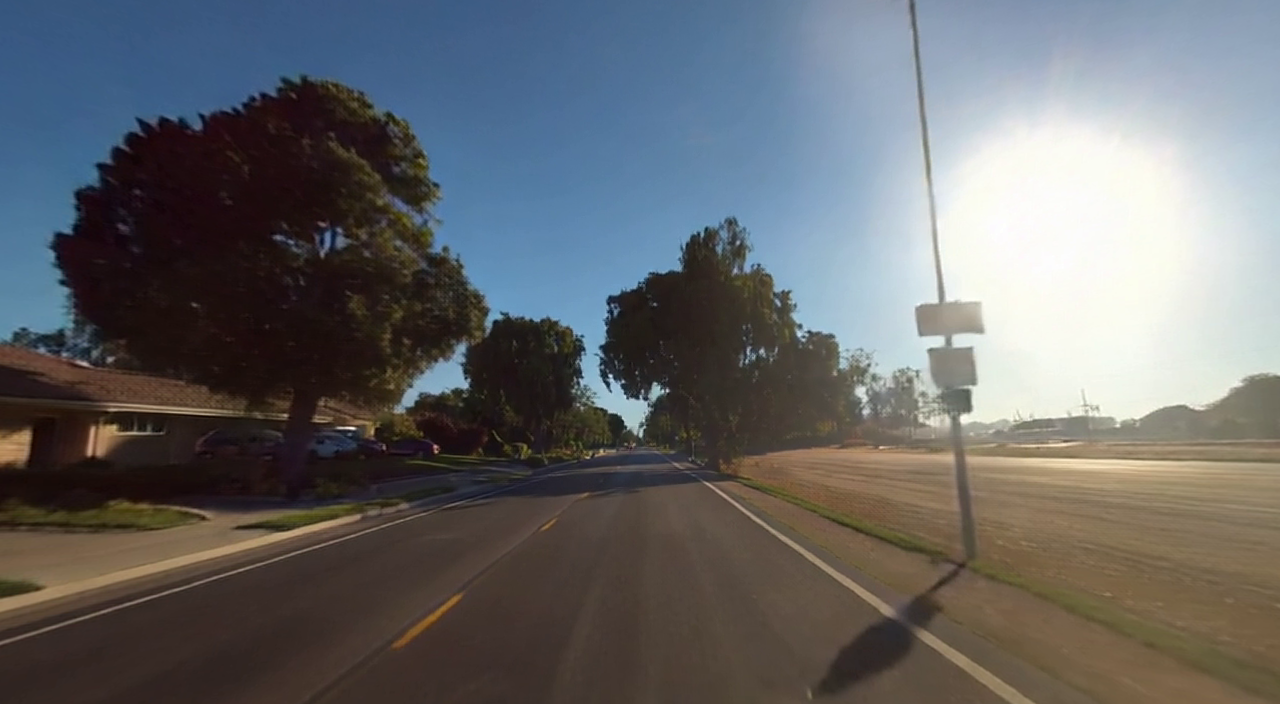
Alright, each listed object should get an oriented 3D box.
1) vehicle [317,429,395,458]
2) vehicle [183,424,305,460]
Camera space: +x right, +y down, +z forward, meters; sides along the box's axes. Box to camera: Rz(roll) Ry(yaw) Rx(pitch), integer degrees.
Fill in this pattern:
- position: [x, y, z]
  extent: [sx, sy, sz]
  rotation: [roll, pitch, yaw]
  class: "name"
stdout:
- position: [-19.917, 6.418, 44.306]
  extent: [4.511, 1.876, 2.044]
  rotation: [0, -8, 10]
  class: "vehicle"
- position: [-20.089, 4.608, 32.147]
  extent: [4.640, 1.765, 2.242]
  rotation: [1, -9, -3]
  class: "vehicle"
